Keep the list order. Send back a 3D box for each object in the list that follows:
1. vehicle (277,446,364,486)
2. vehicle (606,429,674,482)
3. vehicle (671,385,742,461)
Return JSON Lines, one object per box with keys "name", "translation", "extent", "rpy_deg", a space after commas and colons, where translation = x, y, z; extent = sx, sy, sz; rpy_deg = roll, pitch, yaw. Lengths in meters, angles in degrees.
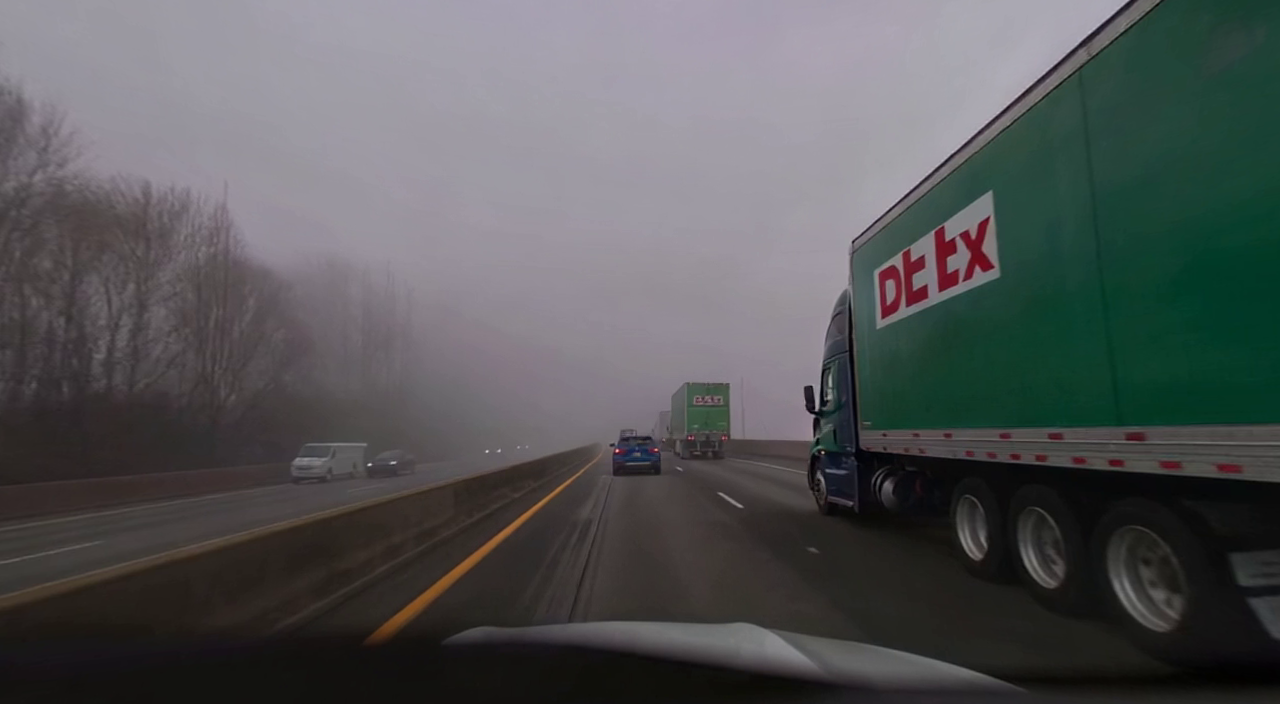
{"name": "vehicle", "translation": [-17.875, 6.356, 35.532], "extent": [2.260, 2.015, 5.352], "rpy_deg": [0, -8, -2]}
{"name": "vehicle", "translation": [-0.058, 3.384, 20.953], "extent": [2.062, 1.581, 3.914], "rpy_deg": [0, -8, -2]}
{"name": "vehicle", "translation": [3.607, 4.201, 36.526], "extent": [2.835, 3.872, 8.916], "rpy_deg": [0, -8, -2]}
